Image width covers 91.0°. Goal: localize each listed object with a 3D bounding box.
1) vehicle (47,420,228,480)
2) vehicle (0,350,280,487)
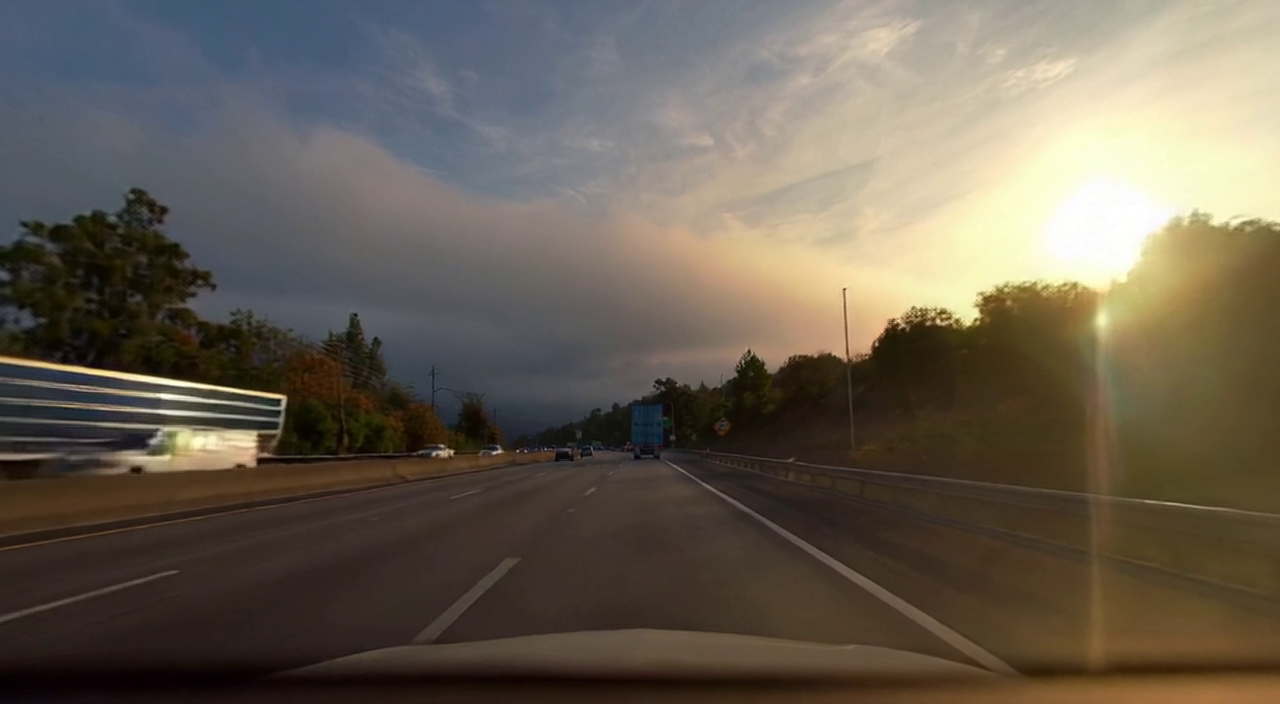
[{"bbox_3d":[-16.281,3.229,20.830,2.006,1.734,4.746,0,-9,0],"label":"vehicle"},{"bbox_3d":[-20.861,3.008,25.724,2.952,4.104,15.731,0,-9,0],"label":"vehicle"}]
